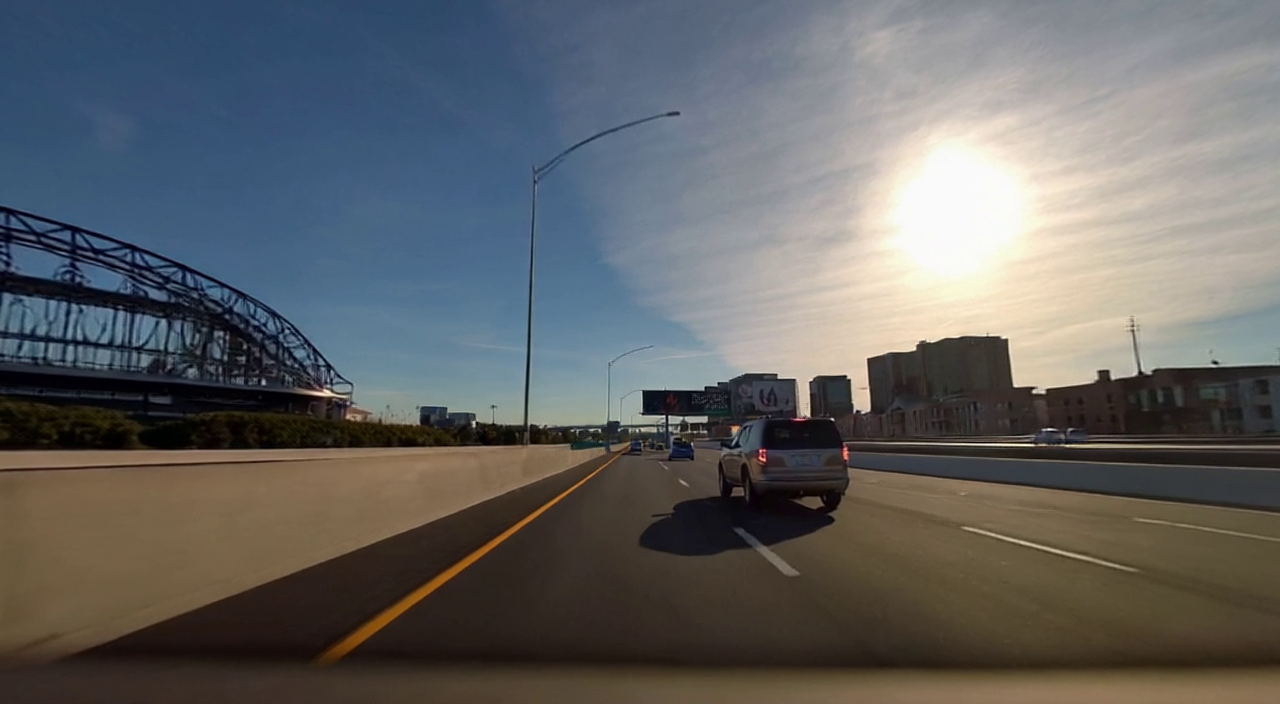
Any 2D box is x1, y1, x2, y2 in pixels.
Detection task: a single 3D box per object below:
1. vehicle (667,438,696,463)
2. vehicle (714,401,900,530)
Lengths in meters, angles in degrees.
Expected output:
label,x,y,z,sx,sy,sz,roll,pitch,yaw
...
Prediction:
label,x,y,z,sx,sy,sz,roll,pitch,yaw
vehicle,3.110,7.516,48.188,1.973,1.774,4.092,0,-9,0
vehicle,2.908,2.143,12.452,2.199,2.002,4.970,0,-9,-1
